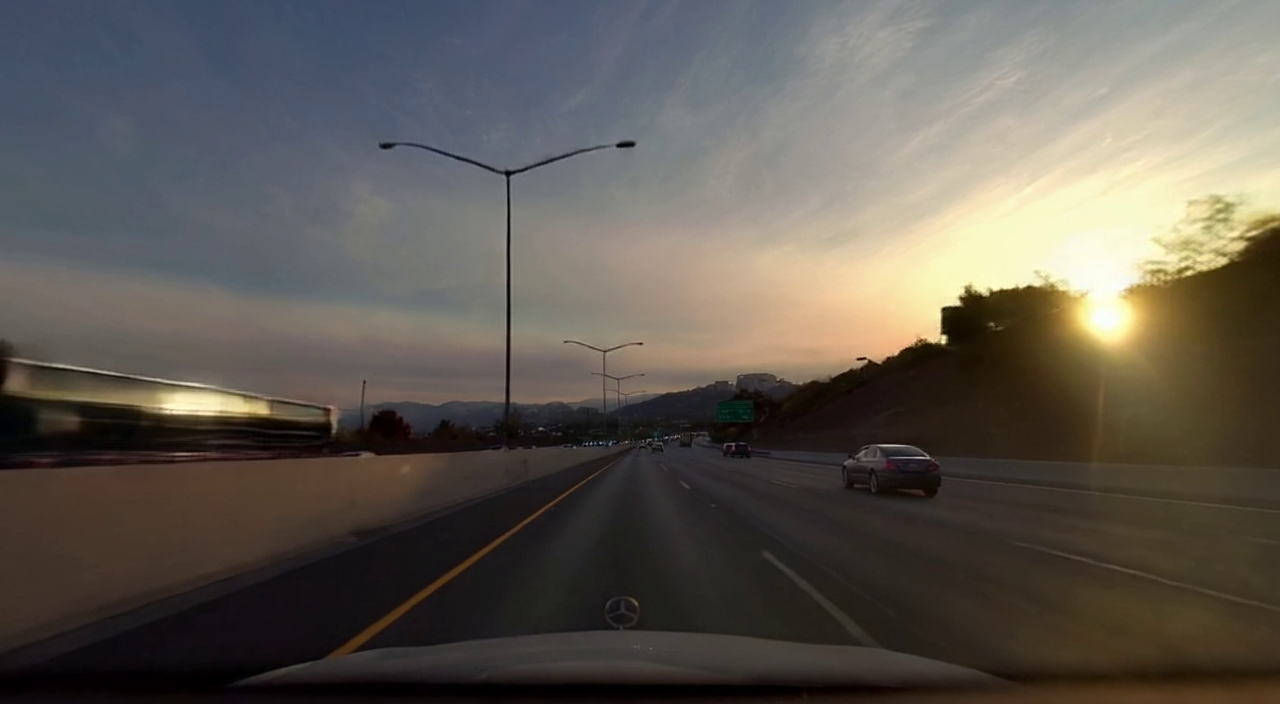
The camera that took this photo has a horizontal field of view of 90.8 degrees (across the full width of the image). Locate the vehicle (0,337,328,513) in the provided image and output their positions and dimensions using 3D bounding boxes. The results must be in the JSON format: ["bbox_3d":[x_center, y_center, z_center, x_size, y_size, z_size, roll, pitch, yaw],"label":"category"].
[{"bbox_3d":[-17.436,2.872,22.625,3.189,4.305,18.790,0,-9,0],"label":"vehicle"}]

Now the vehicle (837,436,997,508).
[{"bbox_3d":[6.831,2.992,16.271,1.901,1.548,4.684,0,-9,-1],"label":"vehicle"}]

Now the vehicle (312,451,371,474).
[{"bbox_3d":[-21.467,7.930,45.702,1.893,1.523,4.814,0,-8,0],"label":"vehicle"}]
